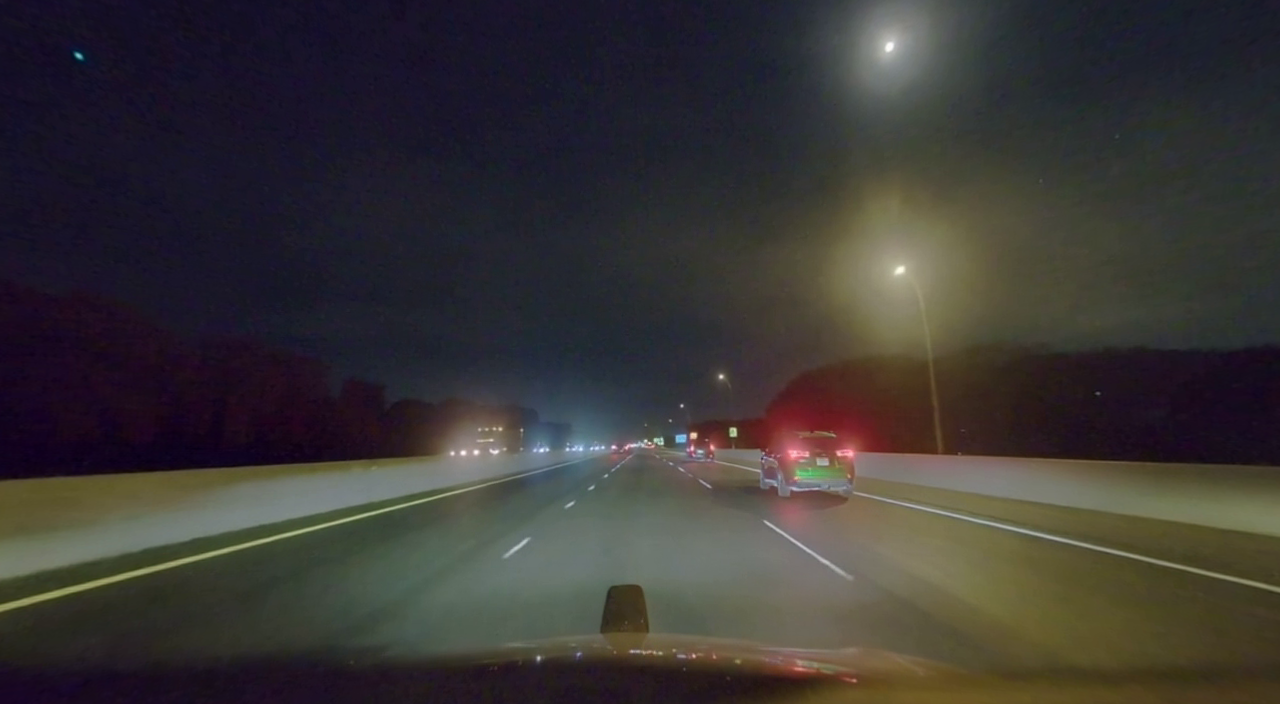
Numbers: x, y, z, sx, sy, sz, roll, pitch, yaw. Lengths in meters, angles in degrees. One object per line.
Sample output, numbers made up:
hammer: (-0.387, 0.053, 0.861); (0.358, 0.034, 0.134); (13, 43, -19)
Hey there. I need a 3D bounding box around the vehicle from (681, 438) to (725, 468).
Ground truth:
vehicle: (3.673, 5.969, 37.325); (2.202, 1.682, 4.188); (0, -8, 0)
